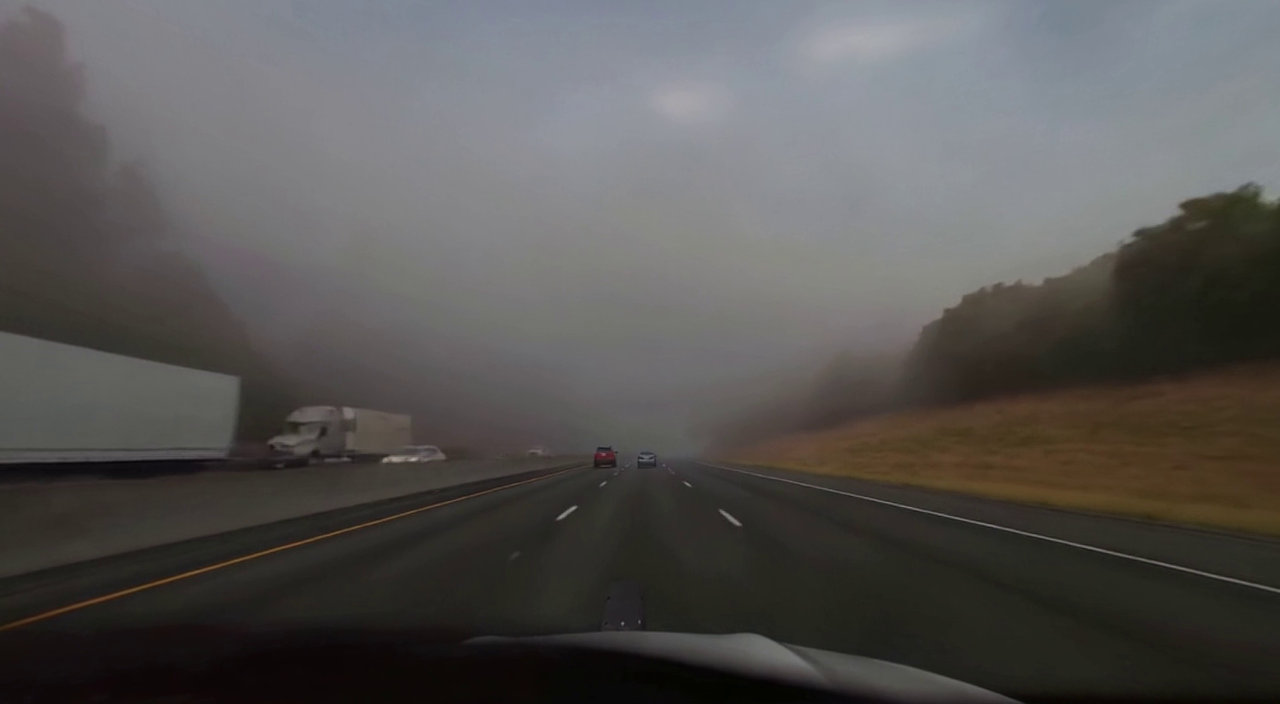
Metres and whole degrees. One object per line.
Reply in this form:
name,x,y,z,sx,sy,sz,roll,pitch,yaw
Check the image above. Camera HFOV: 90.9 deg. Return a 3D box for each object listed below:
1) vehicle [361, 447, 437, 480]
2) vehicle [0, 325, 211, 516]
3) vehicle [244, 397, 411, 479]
vehicle,-11.482,5.330,30.363,2.007,1.490,4.119,0,-9,1
vehicle,-15.396,1.356,12.872,2.870,4.109,14.317,0,-9,1
vehicle,-18.505,5.484,39.262,2.883,4.113,14.175,0,-9,1
